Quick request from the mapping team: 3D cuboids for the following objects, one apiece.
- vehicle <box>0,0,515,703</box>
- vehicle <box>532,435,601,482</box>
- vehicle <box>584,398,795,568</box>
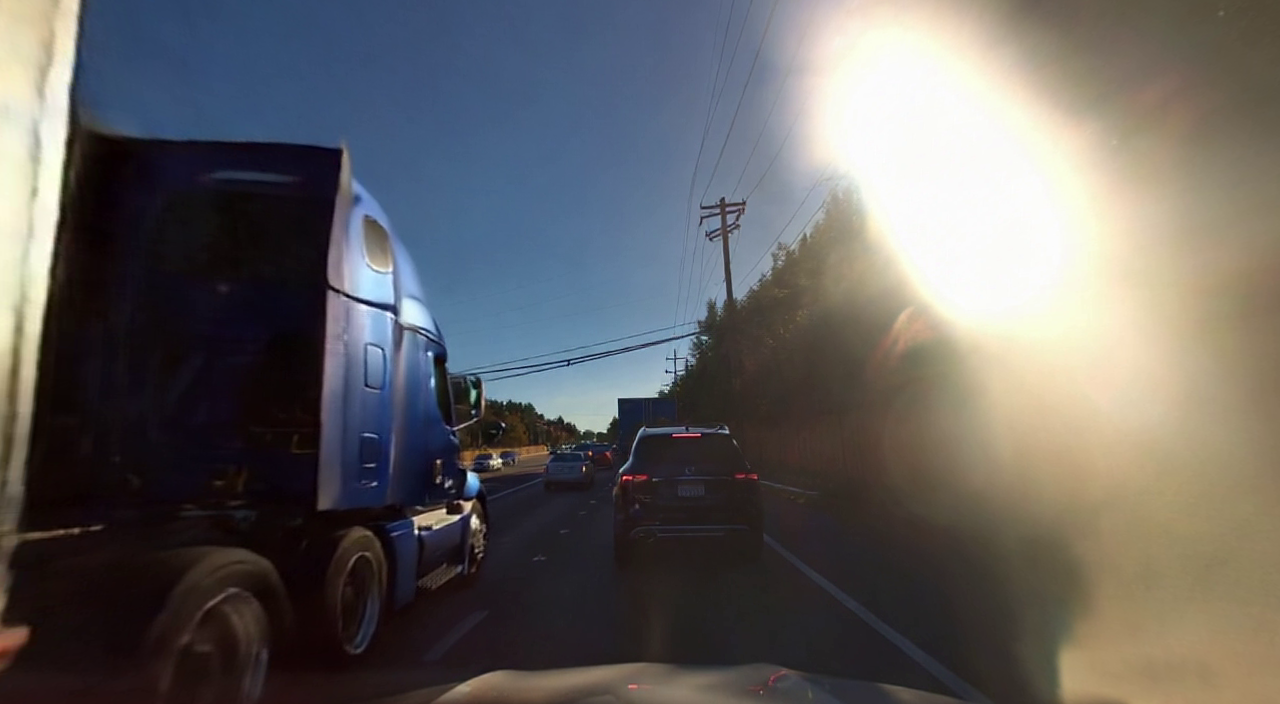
[{"bbox_3d":[-3.110,0.166,3.373,2.928,3.658,8.980,0,-9,1],"label":"vehicle"},{"bbox_3d":[-2.709,4.082,24.323,2.037,1.639,4.213,0,-9,2],"label":"vehicle"},{"bbox_3d":[0.487,1.669,8.673,2.174,1.749,4.113,0,-9,-1],"label":"vehicle"}]
